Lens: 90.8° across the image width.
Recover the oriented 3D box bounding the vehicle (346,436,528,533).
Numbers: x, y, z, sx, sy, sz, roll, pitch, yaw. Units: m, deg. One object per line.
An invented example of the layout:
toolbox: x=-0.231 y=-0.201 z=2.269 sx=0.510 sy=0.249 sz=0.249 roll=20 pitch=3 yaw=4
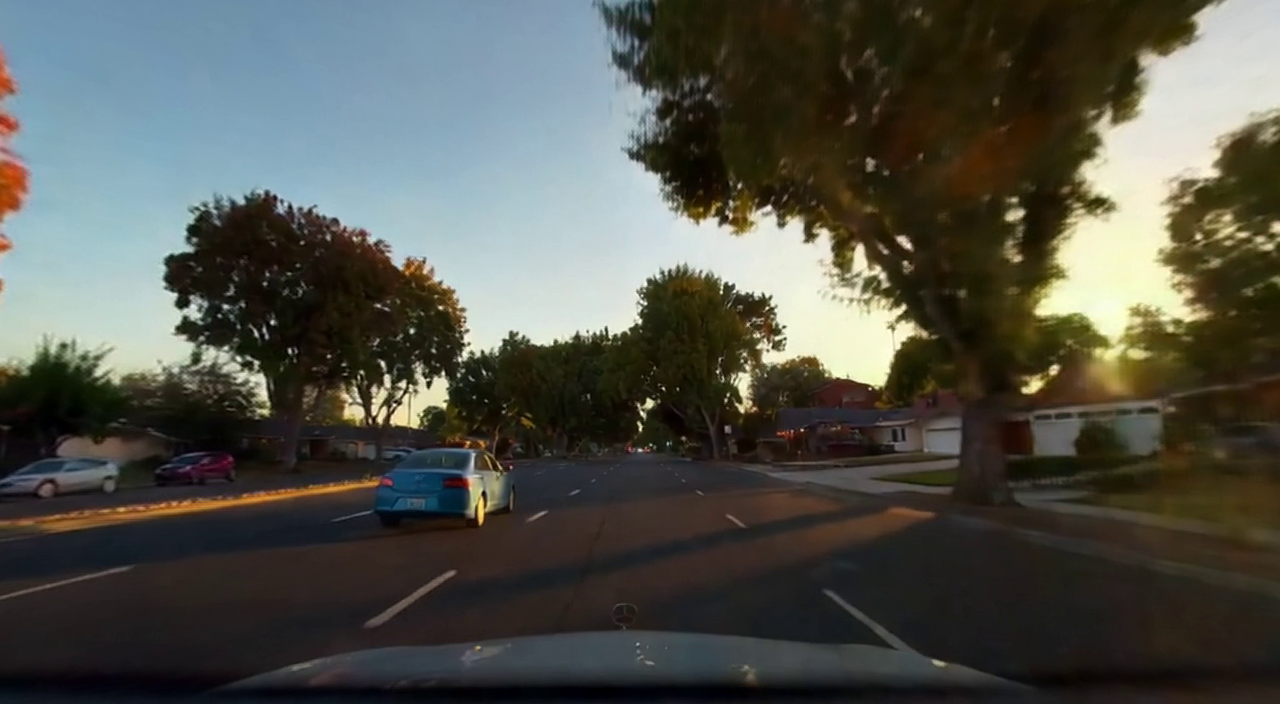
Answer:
vehicle: x=-3.491 y=2.353 z=11.839 sx=2.005 sy=1.477 sz=4.169 roll=0 pitch=-8 yaw=0

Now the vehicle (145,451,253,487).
vehicle: x=-22.773 y=6.019 z=32.906 sx=2.031 sy=1.699 sz=5.011 roll=0 pitch=-8 yaw=-1

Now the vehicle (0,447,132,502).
vehicle: x=-22.823 y=4.676 z=24.686 sx=1.986 sy=1.897 sz=4.636 roll=0 pitch=-8 yaw=0
